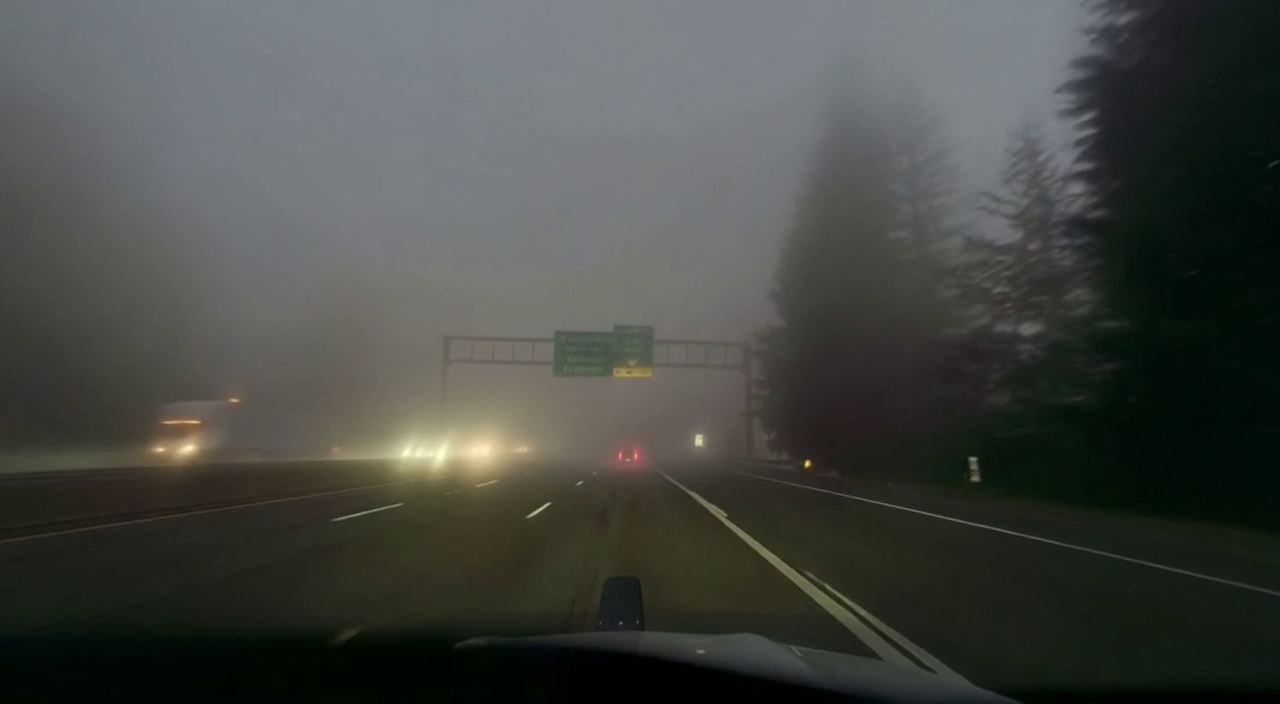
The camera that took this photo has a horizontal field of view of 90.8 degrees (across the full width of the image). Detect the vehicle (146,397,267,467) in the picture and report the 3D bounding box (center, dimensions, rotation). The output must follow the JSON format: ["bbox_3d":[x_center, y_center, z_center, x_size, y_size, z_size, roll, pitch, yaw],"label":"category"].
[{"bbox_3d":[-25.785,4.880,37.944,3.021,3.858,5.845,0,-9,-2],"label":"vehicle"}]
